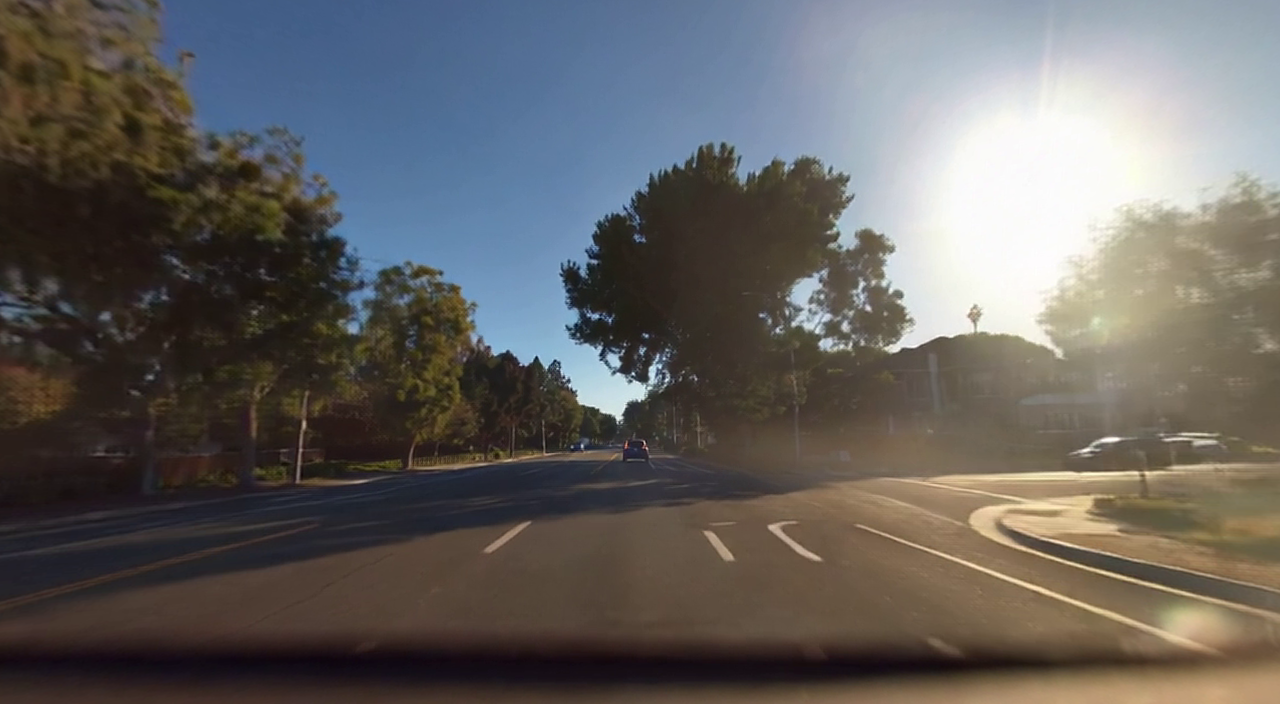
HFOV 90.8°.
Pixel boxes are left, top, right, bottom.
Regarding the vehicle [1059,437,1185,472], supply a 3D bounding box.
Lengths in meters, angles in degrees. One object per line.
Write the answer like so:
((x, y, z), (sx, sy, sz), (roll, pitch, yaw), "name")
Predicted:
((22.178, 4.719, 29.149), (4.218, 1.505, 2.169), (1, -8, -8), "vehicle")

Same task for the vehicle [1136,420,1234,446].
((37.002, 5.556, 43.075), (2.008, 1.662, 4.767), (1, -8, -8), "vehicle")

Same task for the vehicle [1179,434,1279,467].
((28.617, 4.676, 30.058), (4.359, 1.479, 1.890), (1, -8, -7), "vehicle")

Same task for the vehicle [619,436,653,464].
((-0.286, 6.664, 43.145), (2.230, 1.827, 4.298), (0, -8, -1), "vehicle")
